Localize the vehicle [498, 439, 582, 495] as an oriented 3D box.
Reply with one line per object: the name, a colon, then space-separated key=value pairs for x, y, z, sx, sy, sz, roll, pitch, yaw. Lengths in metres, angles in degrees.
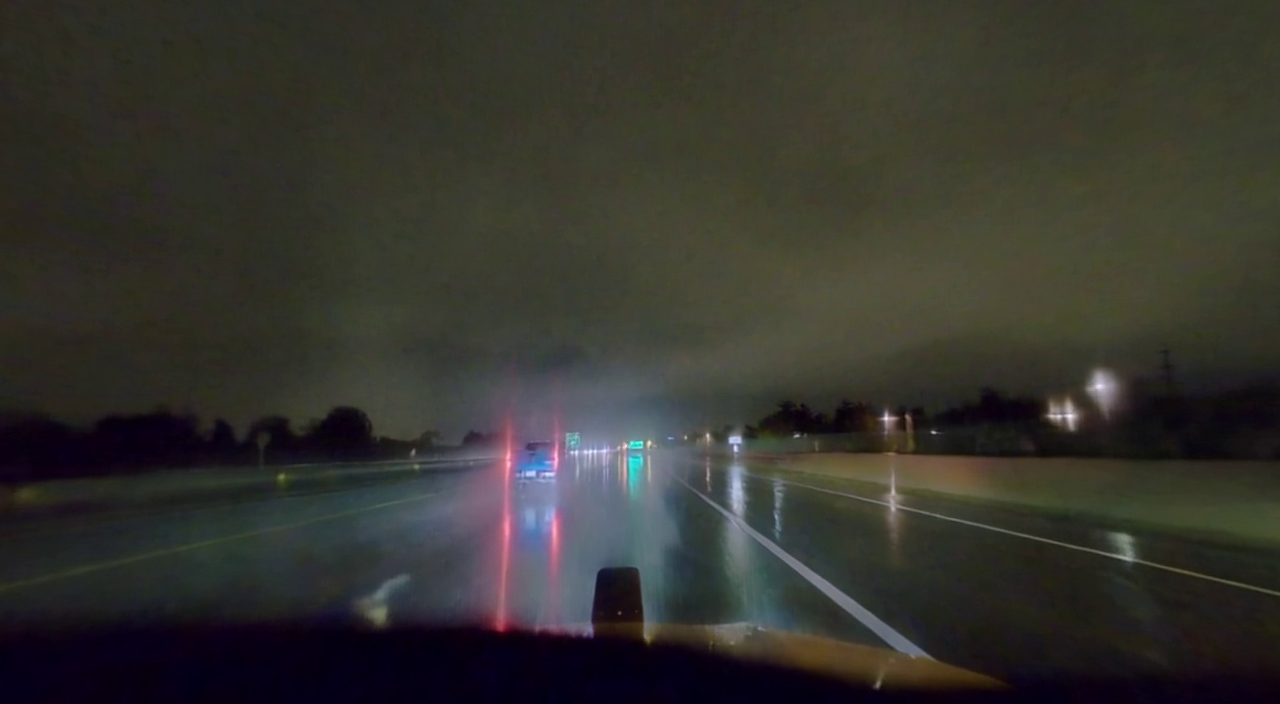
vehicle: x=-3.322 y=3.918 z=21.775 sx=2.152 sy=1.717 sz=4.423 roll=0 pitch=-9 yaw=1
